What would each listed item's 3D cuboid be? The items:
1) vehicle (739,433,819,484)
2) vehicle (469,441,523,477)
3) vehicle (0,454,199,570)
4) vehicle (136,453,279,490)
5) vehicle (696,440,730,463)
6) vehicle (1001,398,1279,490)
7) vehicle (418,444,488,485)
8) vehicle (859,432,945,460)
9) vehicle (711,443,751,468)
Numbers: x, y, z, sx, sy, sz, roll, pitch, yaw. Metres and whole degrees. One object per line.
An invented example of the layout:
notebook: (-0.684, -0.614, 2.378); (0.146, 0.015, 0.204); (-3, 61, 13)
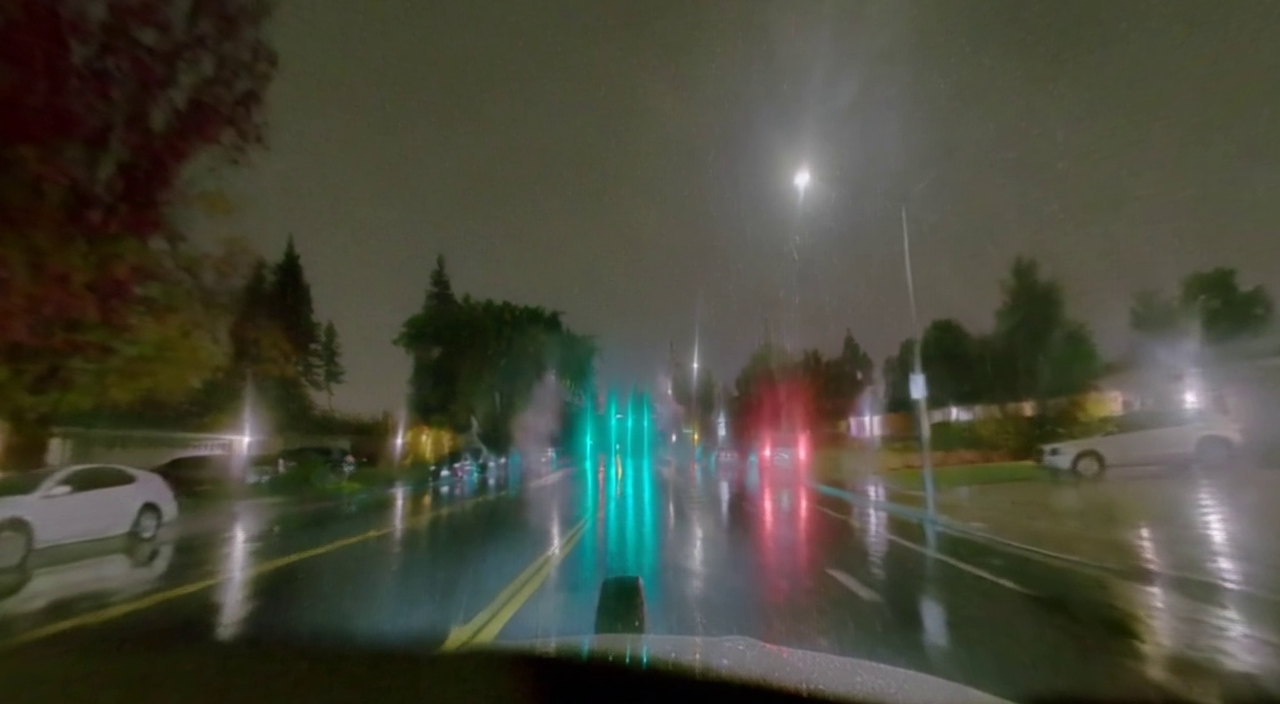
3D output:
vehicle: (5.530, 4.280, 25.751); (2.215, 1.886, 4.577); (0, -8, 0)
vehicle: (-9.282, 6.901, 41.096); (2.225, 2.037, 5.158); (-4, -8, 1)
vehicle: (-10.237, 2.646, 10.825); (2.082, 1.661, 4.403); (-3, -10, 1)
vehicle: (-18.352, 5.059, 26.969); (4.699, 1.476, 1.949); (0, -8, 1)
vehicle: (5.603, 7.712, 49.066); (2.155, 1.668, 4.425); (0, -8, 1)
vehicle: (13.359, 2.331, 16.254); (6.619, 1.884, 2.225); (-3, -9, 2)
vehicle: (-9.524, 5.794, 32.605); (2.117, 1.865, 4.570); (-3, -10, 1)
vehicle: (14.740, 5.326, 35.725); (3.966, 1.500, 1.998); (-1, -8, 3)
vehicle: (5.715, 6.582, 40.250); (1.908, 1.477, 4.920); (0, -8, 2)
